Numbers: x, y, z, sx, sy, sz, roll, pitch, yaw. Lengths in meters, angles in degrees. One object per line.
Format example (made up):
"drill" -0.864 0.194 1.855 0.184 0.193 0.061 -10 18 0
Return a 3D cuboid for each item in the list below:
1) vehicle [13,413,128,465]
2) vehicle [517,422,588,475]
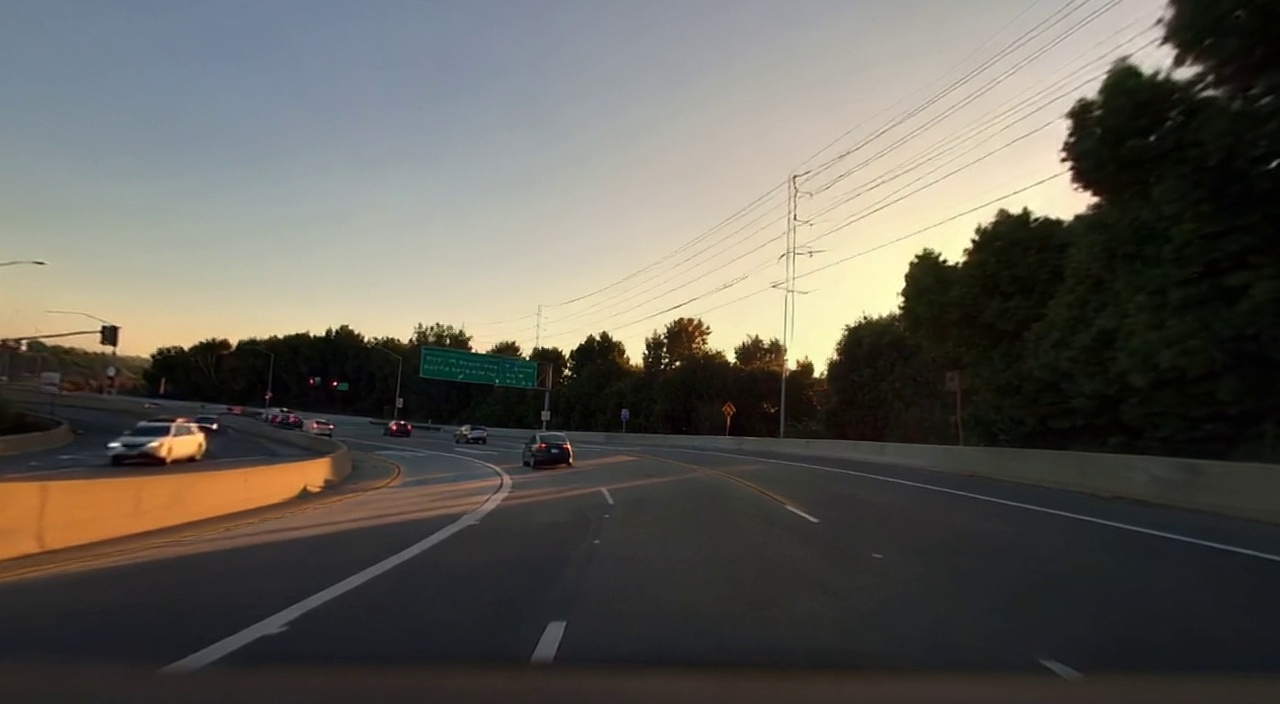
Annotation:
"vehicle" -23.519 3.637 26.317 2.239 1.922 5.001 5 -9 -28
"vehicle" -3.279 3.491 22.974 2.140 1.724 4.304 2 -9 -13
